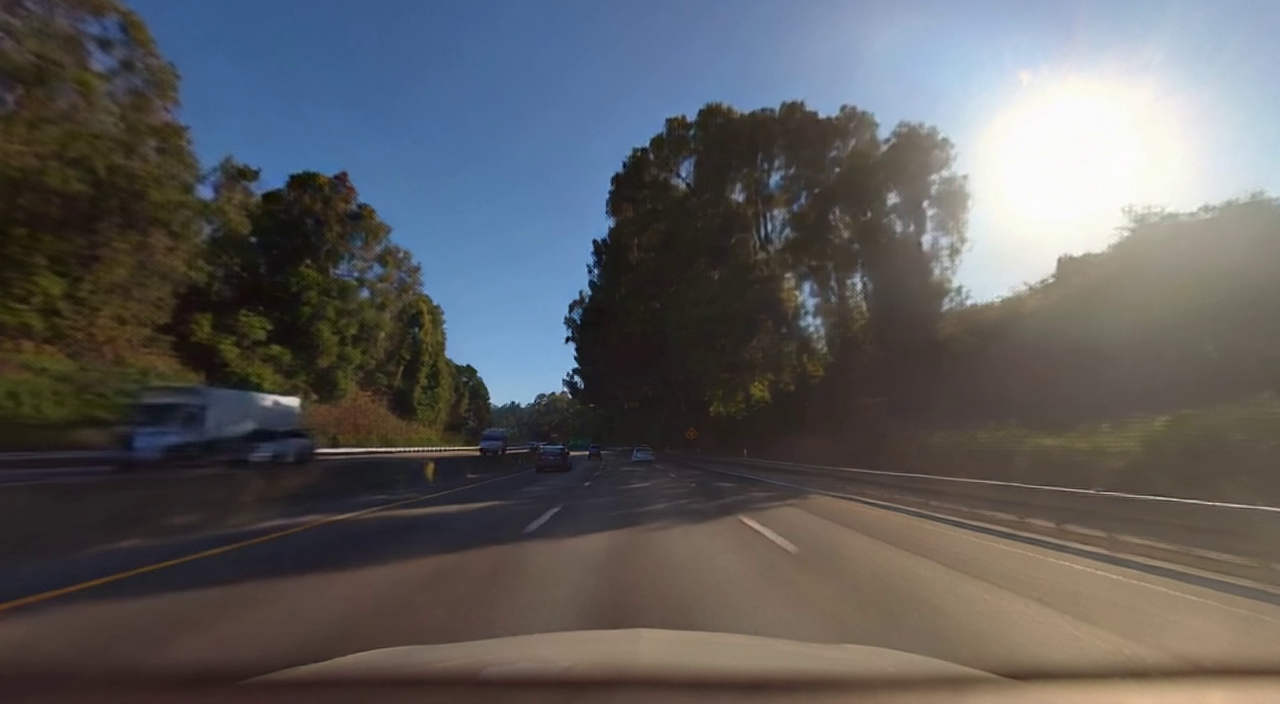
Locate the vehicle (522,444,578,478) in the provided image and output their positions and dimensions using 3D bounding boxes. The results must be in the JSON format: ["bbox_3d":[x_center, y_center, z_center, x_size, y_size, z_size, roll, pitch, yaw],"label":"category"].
[{"bbox_3d":[-4.201,5.146,30.111,2.054,1.500,4.469,0,-9,-1],"label":"vehicle"}]

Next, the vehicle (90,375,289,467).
[{"bbox_3d":[-17.552,2.922,25.379,2.562,3.155,7.175,0,-9,0],"label":"vehicle"}]

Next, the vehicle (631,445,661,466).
[{"bbox_3d":[0.390,7.511,45.883,2.008,1.499,3.192,0,-9,-3],"label":"vehicle"}]

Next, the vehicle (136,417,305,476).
[{"bbox_3d":[-12.568,2.908,19.378,1.988,1.578,4.686,0,-9,-1],"label":"vehicle"}]
